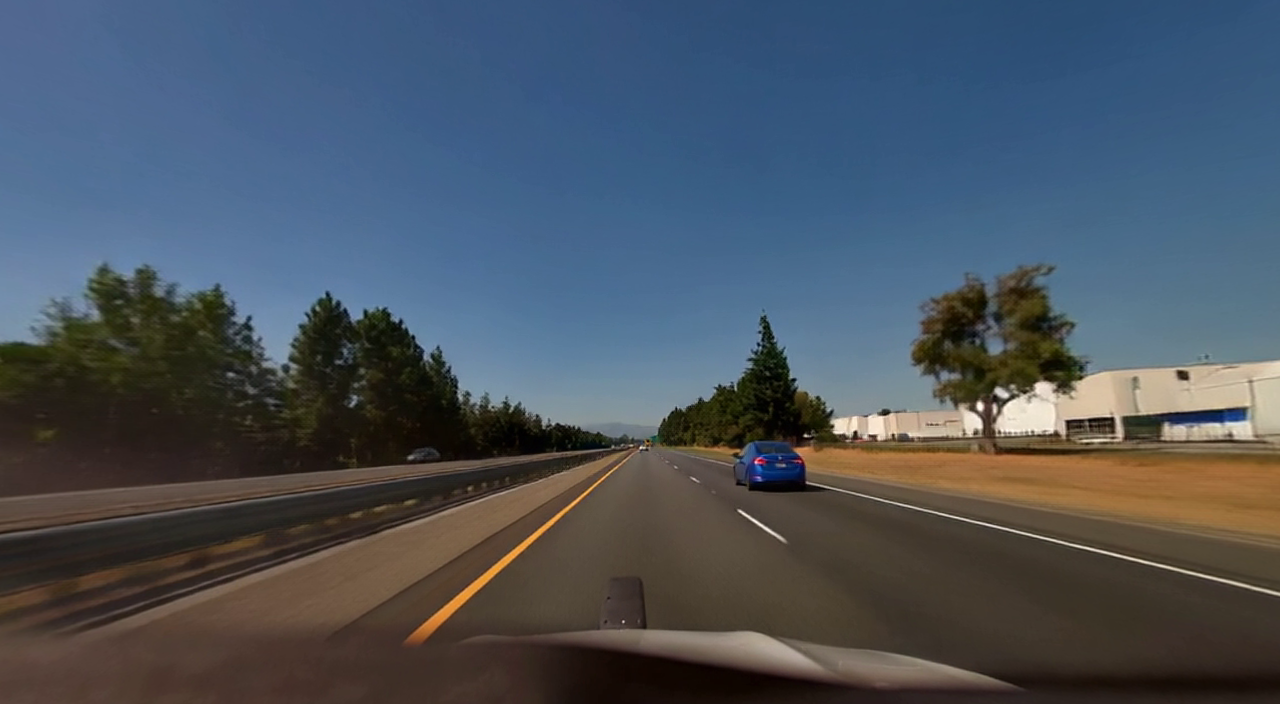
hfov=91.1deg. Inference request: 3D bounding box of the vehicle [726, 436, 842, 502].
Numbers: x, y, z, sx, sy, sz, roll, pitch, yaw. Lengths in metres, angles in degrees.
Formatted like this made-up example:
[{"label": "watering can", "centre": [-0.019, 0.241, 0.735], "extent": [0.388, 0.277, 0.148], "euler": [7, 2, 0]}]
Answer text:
[{"label": "vehicle", "centre": [3.631, 3.038, 16.692], "extent": [2.079, 1.531, 3.997], "euler": [0, -8, -1]}]
